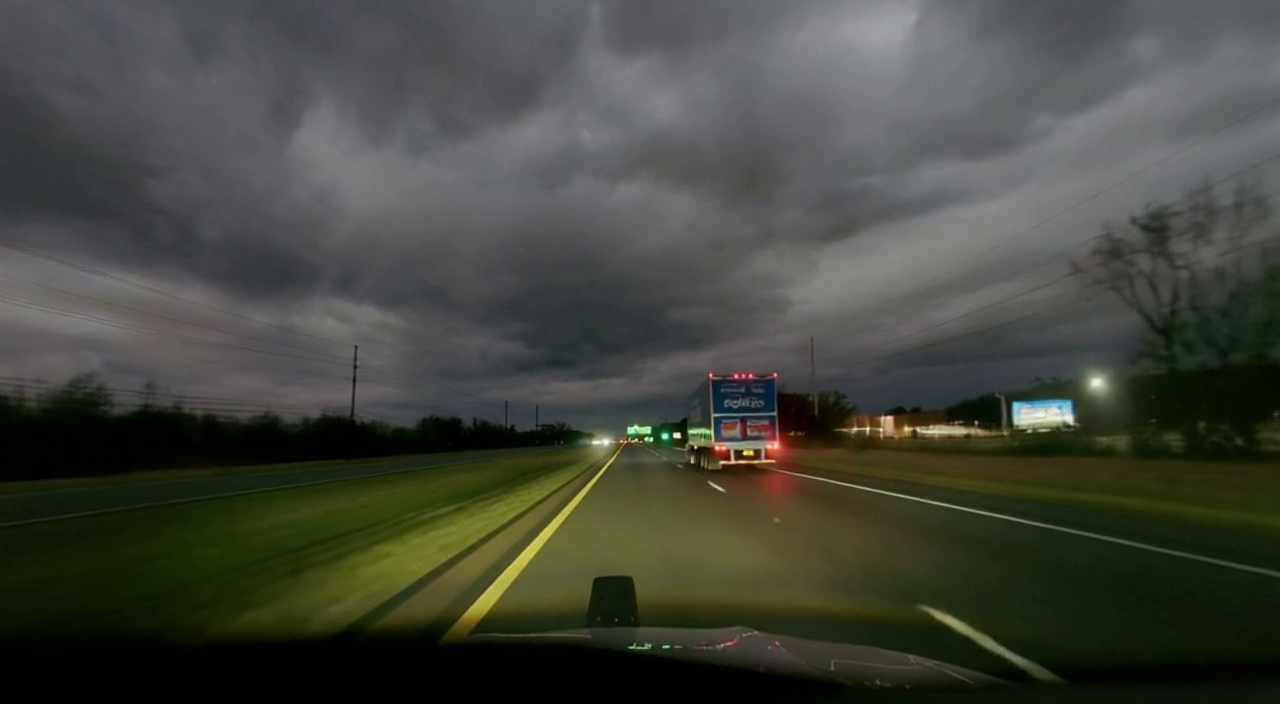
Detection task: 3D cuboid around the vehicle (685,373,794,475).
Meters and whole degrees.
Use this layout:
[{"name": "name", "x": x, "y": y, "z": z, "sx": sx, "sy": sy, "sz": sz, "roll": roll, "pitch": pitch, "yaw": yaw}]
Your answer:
[{"name": "vehicle", "x": 3.927, "y": 3.258, "z": 27.480, "sx": 3.037, "sy": 3.672, "sz": 9.136, "roll": 0, "pitch": -8, "yaw": -1}]
